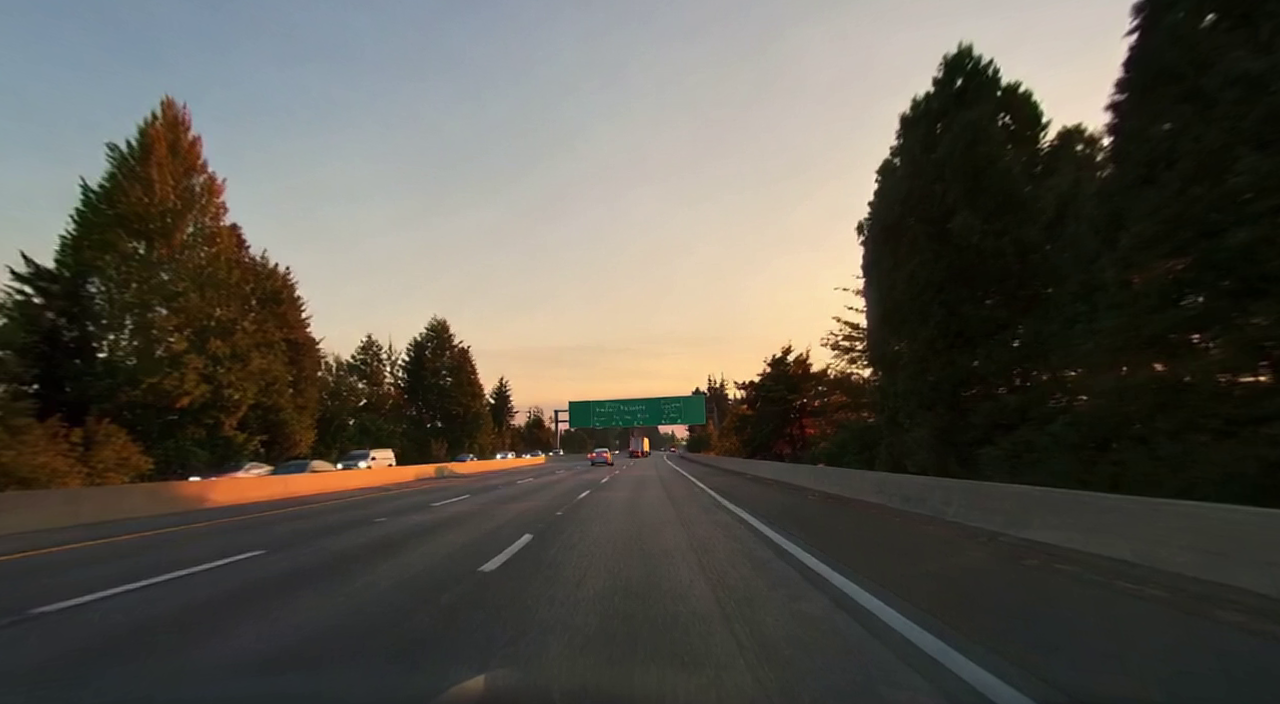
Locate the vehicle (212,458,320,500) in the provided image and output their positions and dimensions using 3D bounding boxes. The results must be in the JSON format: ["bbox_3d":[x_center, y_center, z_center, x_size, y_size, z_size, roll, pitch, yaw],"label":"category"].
[{"bbox_3d":[-15.139,5.150,25.670,1.869,1.484,3.976,0,-9,1],"label":"vehicle"}]

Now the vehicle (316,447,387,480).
[{"bbox_3d":[-19.068,7.370,41.756,2.178,1.980,5.087,0,-9,1],"label":"vehicle"}]
